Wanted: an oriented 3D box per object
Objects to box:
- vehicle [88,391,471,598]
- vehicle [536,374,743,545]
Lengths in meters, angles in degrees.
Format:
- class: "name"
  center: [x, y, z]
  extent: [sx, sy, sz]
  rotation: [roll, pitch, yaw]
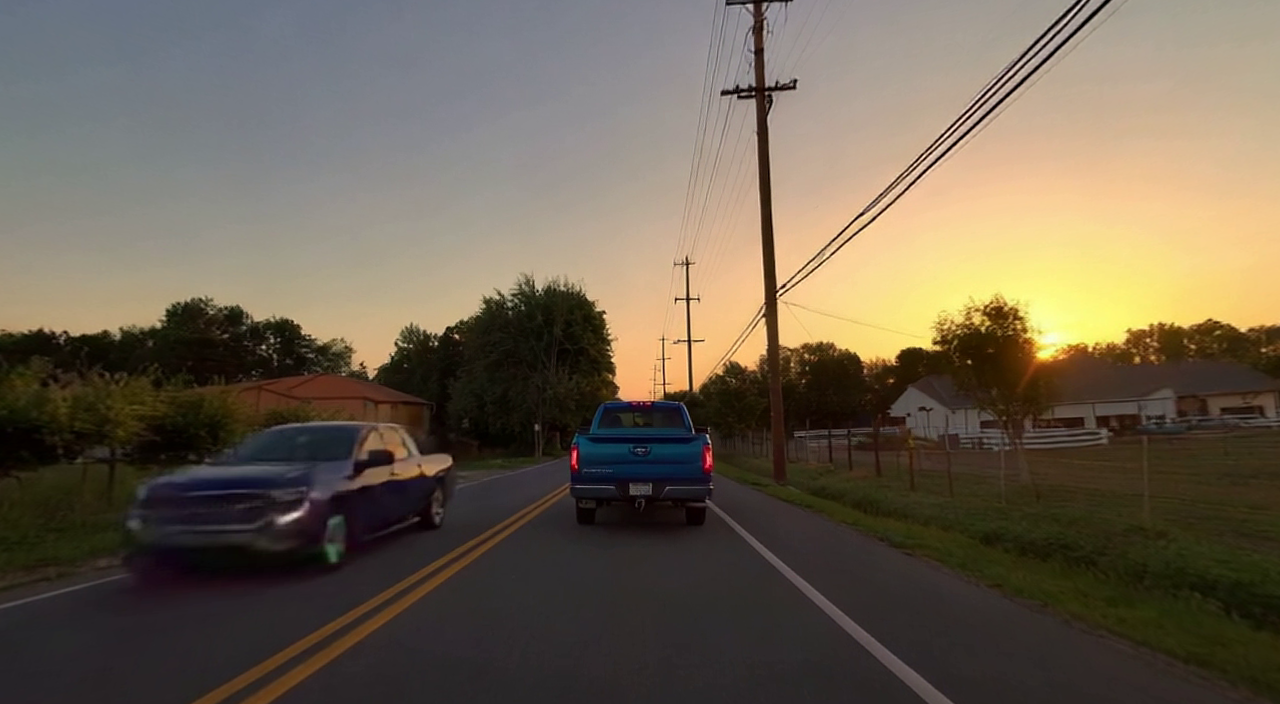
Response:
- class: "vehicle"
  center: [-3.851, 1.615, 8.047]
  extent: [2.072, 1.819, 4.707]
  rotation: [0, -8, 0]
- class: "vehicle"
  center: [-0.070, 1.830, 11.281]
  extent: [2.693, 2.223, 5.885]
  rotation: [0, -8, -1]
